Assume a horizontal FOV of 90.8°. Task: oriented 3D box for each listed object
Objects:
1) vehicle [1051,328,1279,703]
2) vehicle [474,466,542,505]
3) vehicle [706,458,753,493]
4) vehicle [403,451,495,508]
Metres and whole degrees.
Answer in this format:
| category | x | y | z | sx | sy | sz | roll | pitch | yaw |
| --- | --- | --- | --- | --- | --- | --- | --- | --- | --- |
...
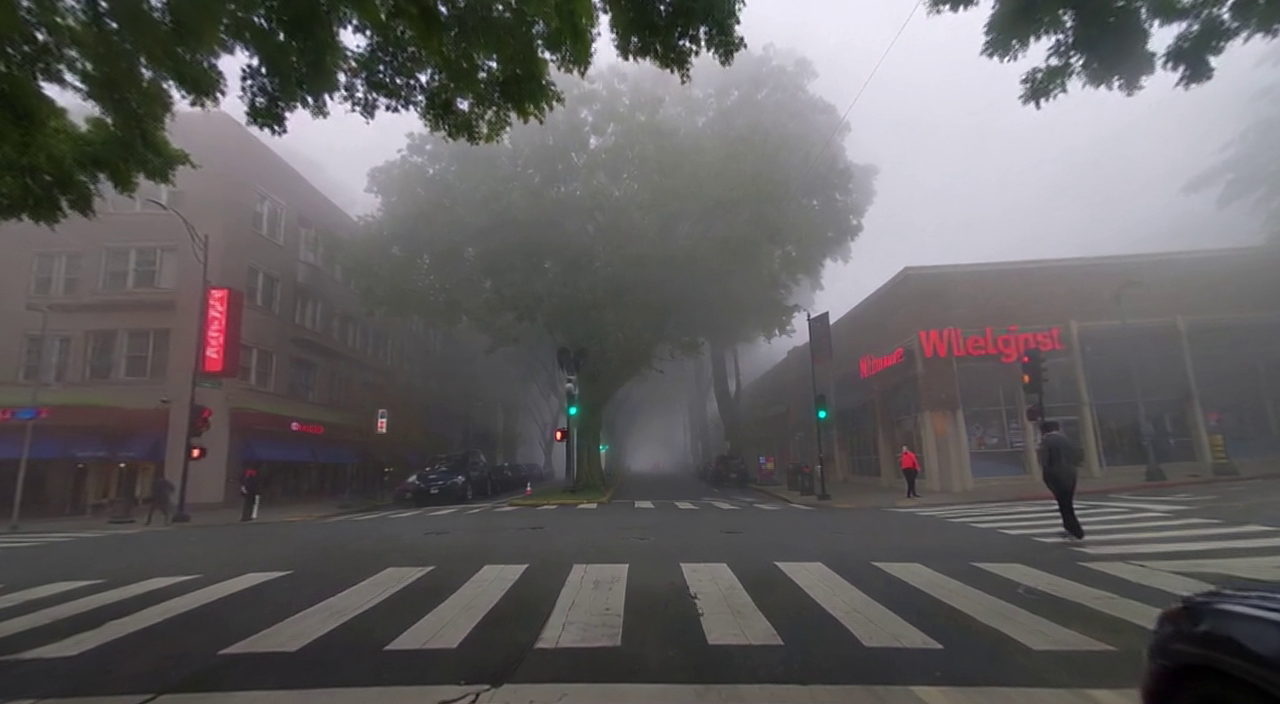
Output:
| category | x | y | z | sx | sy | sz | roll | pitch | yaw |
| --- | --- | --- | --- | --- | --- | --- | --- | --- | --- |
| vehicle | 2.661 | 0.690 | 1.206 | 1.822 | 1.654 | 2.794 | 0 | -8 | 1 |
| vehicle | -5.745 | 5.871 | 28.155 | 1.983 | 1.438 | 4.559 | 0 | -8 | 1 |
| vehicle | 5.199 | 7.211 | 37.270 | 2.010 | 1.844 | 4.386 | 0 | -8 | -2 |
| vehicle | -8.798 | 5.900 | 29.873 | 2.489 | 2.323 | 5.843 | 0 | -8 | 0 |
